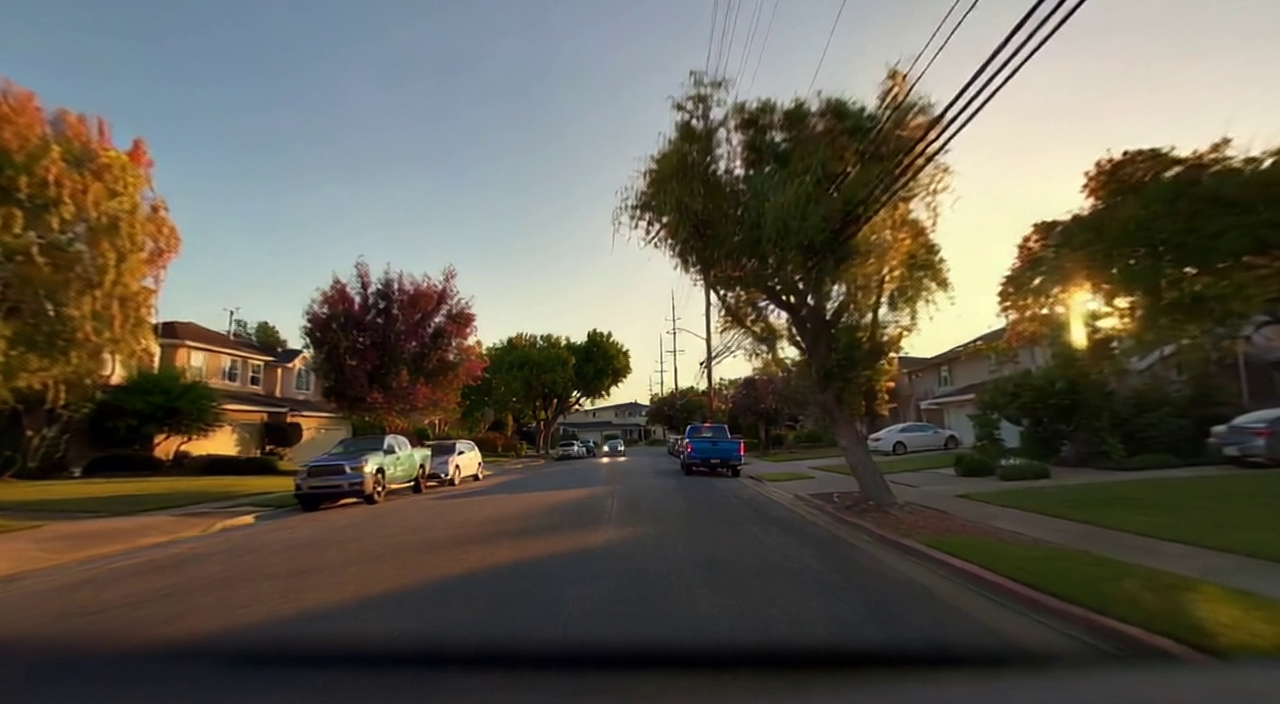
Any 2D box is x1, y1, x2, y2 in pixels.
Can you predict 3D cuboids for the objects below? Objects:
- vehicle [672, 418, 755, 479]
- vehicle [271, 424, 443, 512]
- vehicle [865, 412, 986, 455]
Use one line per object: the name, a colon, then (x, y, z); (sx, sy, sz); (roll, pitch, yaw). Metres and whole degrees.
vehicle: (2.581, 3.647, 24.130); (2.437, 2.015, 6.511); (0, -8, 0)
vehicle: (-7.091, 2.928, 16.572); (2.252, 1.944, 4.714); (0, -8, 1)
vehicle: (13.815, 3.973, 30.822); (4.778, 1.903, 2.205); (-1, -8, -1)
